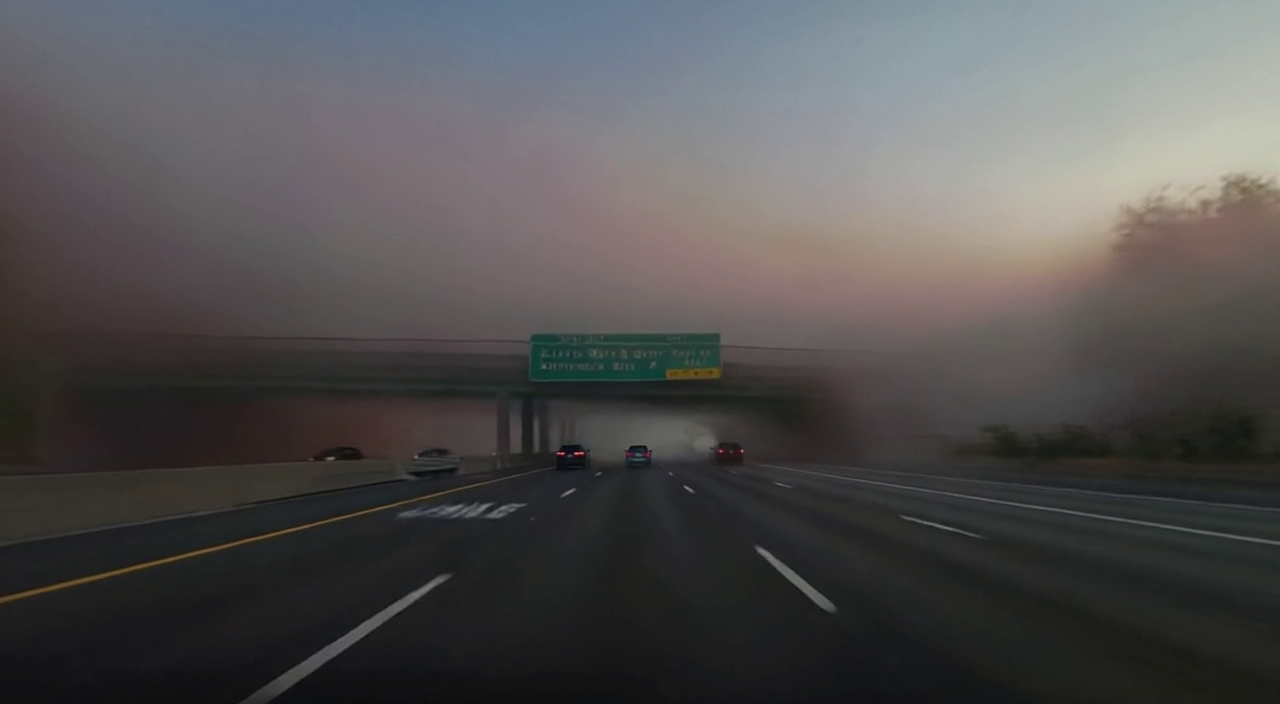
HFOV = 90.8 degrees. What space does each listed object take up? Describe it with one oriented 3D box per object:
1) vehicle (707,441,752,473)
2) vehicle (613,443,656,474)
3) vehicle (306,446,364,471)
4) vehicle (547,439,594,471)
[{"bbox_3d":[4.916,5.816,35.241,1.936,1.625,3.991,0,-9,1],"label":"vehicle"},{"bbox_3d":[-0.225,5.435,32.477,2.075,1.486,4.007,0,-9,1],"label":"vehicle"},{"bbox_3d":[-20.612,7.186,42.867,1.833,1.566,4.025,0,-9,1],"label":"vehicle"},{"bbox_3d":[-4.015,6.033,37.312,2.113,1.756,4.471,0,-9,2],"label":"vehicle"}]
